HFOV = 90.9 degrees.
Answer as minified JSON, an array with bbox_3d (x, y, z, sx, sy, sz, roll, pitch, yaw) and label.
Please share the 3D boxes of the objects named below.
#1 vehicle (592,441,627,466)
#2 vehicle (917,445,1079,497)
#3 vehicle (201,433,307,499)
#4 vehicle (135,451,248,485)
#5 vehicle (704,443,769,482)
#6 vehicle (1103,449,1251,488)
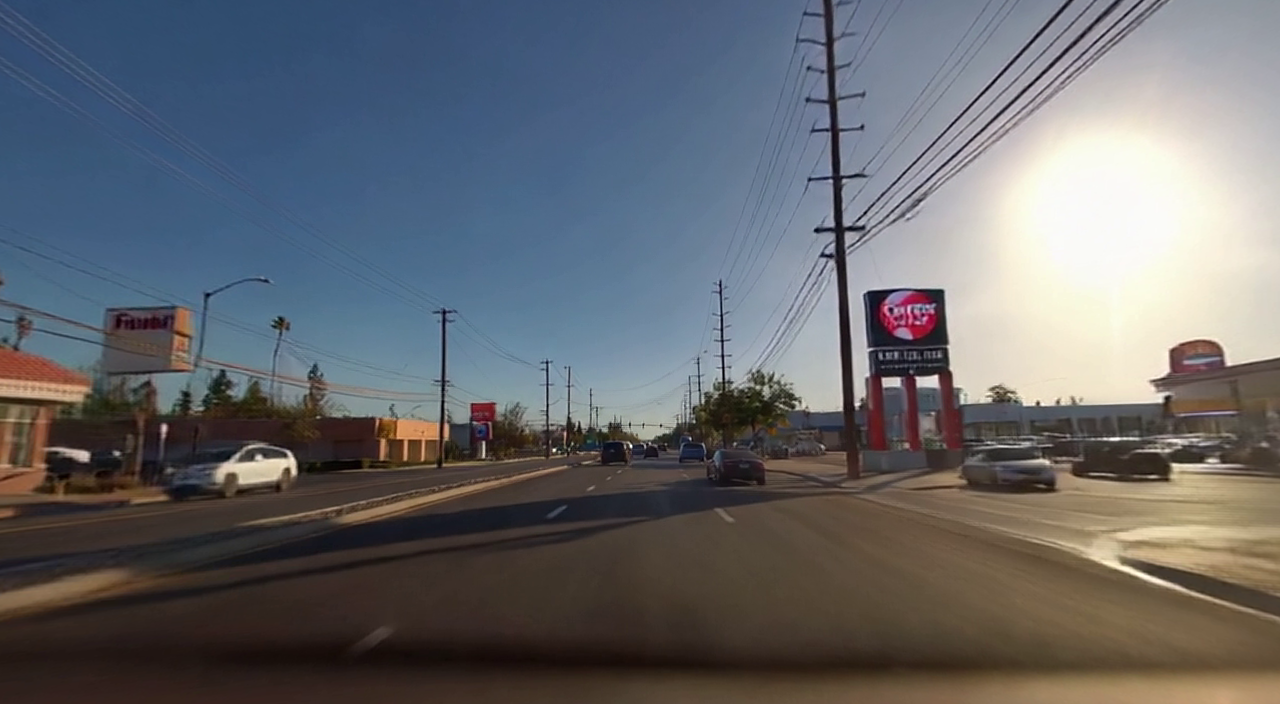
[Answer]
[{"bbox_3d":[-2.073,7.087,44.144,2.047,1.664,4.148,0,-9,2],"label":"vehicle"},{"bbox_3d":[11.533,3.827,20.492,4.144,1.540,1.913,1,-7,-5],"label":"vehicle"},{"bbox_3d":[-12.989,3.814,21.624,2.358,1.904,5.603,4,-9,-25],"label":"vehicle"},{"bbox_3d":[-22.752,5.847,32.001,4.739,1.607,2.045,-3,-9,16],"label":"vehicle"},{"bbox_3d":[3.869,4.494,25.966,1.978,1.455,4.195,0,-9,0],"label":"vehicle"},{"bbox_3d":[21.571,4.657,25.387,4.779,1.429,1.844,2,-9,-11],"label":"vehicle"}]
